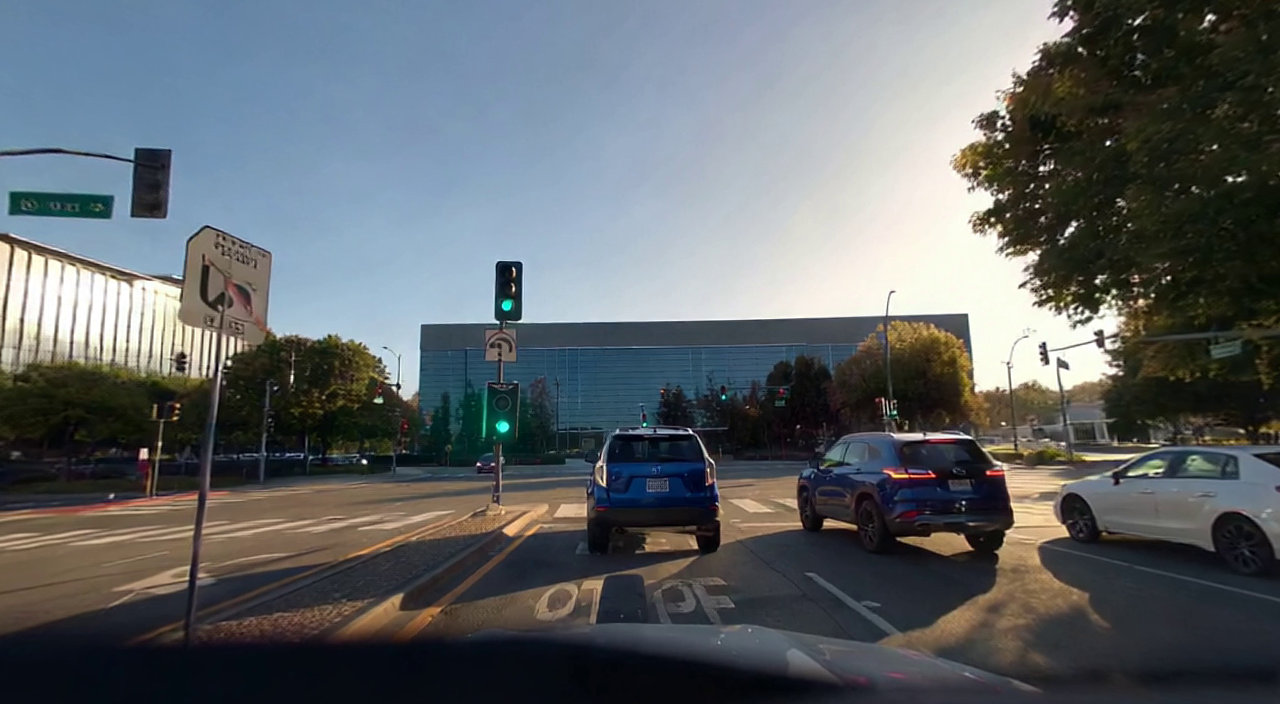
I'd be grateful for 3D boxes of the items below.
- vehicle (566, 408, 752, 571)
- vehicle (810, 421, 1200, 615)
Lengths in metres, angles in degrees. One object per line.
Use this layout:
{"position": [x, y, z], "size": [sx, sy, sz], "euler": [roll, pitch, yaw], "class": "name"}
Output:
{"position": [0.111, 1.843, 9.199], "size": [2.085, 1.807, 4.038], "euler": [0, -8, -3], "class": "vehicle"}
{"position": [3.621, 1.696, 7.482], "size": [1.899, 1.572, 4.425], "euler": [0, -8, -1], "class": "vehicle"}
